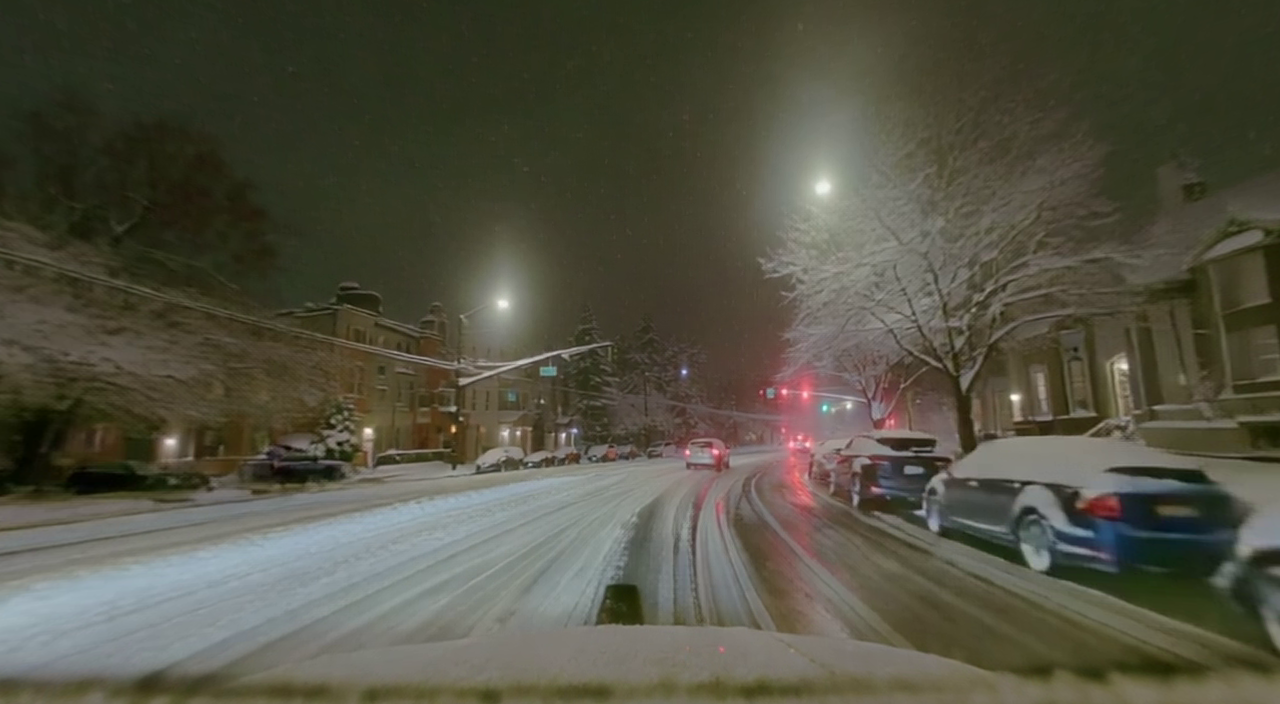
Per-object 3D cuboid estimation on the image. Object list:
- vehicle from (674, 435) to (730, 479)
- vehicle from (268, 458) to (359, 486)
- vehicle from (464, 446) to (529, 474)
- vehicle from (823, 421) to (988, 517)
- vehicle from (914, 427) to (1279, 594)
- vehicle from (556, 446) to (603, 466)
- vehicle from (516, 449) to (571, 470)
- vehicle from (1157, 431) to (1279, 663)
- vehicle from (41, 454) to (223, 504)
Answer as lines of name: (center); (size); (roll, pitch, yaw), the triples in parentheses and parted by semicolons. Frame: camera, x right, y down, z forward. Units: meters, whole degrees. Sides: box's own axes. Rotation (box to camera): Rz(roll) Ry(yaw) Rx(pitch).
vehicle: (2.731, 4.438, 27.022); (1.852, 1.680, 4.488); (-2, -9, 12)
vehicle: (-17.910, 6.568, 34.747); (4.195, 1.400, 1.726); (-2, -9, 10)
vehicle: (-8.337, 6.298, 37.117); (1.918, 1.508, 4.353); (-2, -8, 15)
vehicle: (5.672, 2.547, 14.288); (2.128, 1.795, 4.622); (-1, -8, 6)
vehicle: (5.317, 1.813, 8.205); (1.879, 1.547, 4.378); (-1, -8, 5)
vehicle: (-4.637, 8.063, 49.063); (1.880, 1.450, 4.627); (-3, -9, 19)
vehicle: (-6.563, 7.335, 43.477); (1.893, 1.310, 4.719); (-3, -9, 17)
vehicle: (4.951, 1.032, 2.627); (1.940, 1.456, 4.502); (0, -8, 3)
vehicle: (-20.886, 5.199, 26.113); (5.953, 1.868, 2.049); (0, -10, 5)
